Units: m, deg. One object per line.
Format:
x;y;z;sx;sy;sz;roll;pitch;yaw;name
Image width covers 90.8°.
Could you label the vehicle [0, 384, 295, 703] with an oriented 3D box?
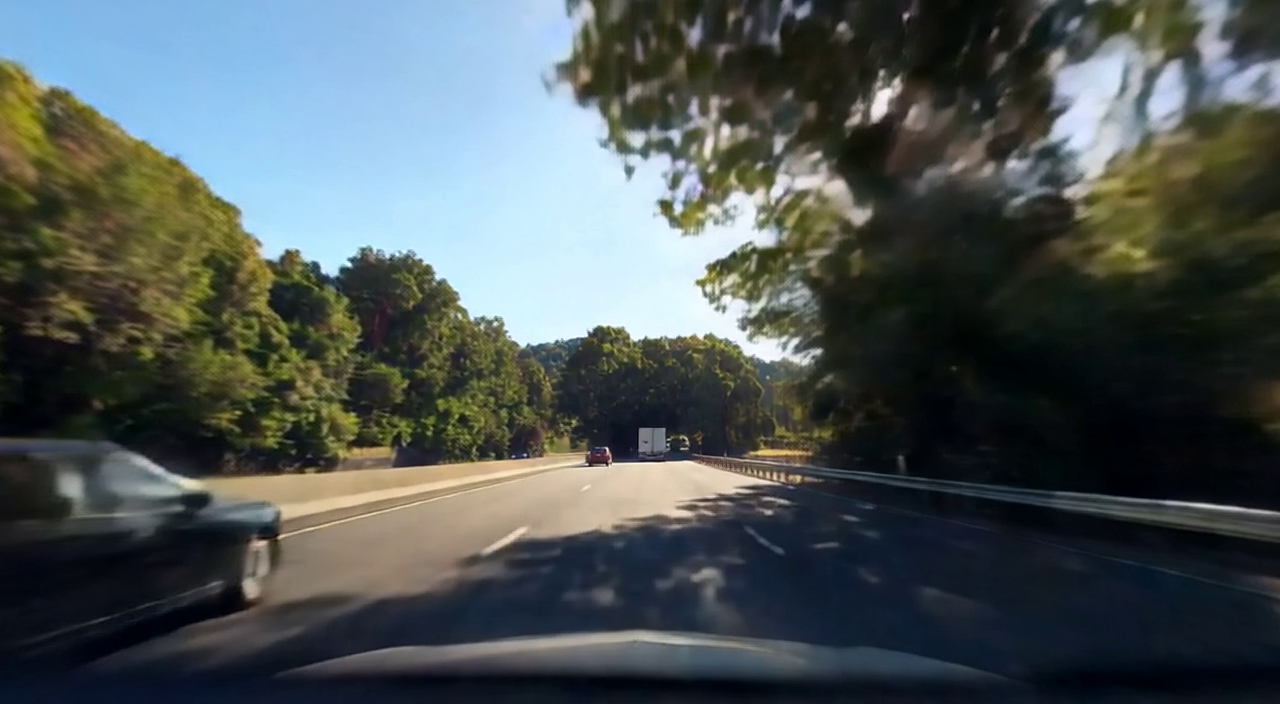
-3.933;1.001;3.090;2.057;1.618;4.212;0;-9;0;vehicle
